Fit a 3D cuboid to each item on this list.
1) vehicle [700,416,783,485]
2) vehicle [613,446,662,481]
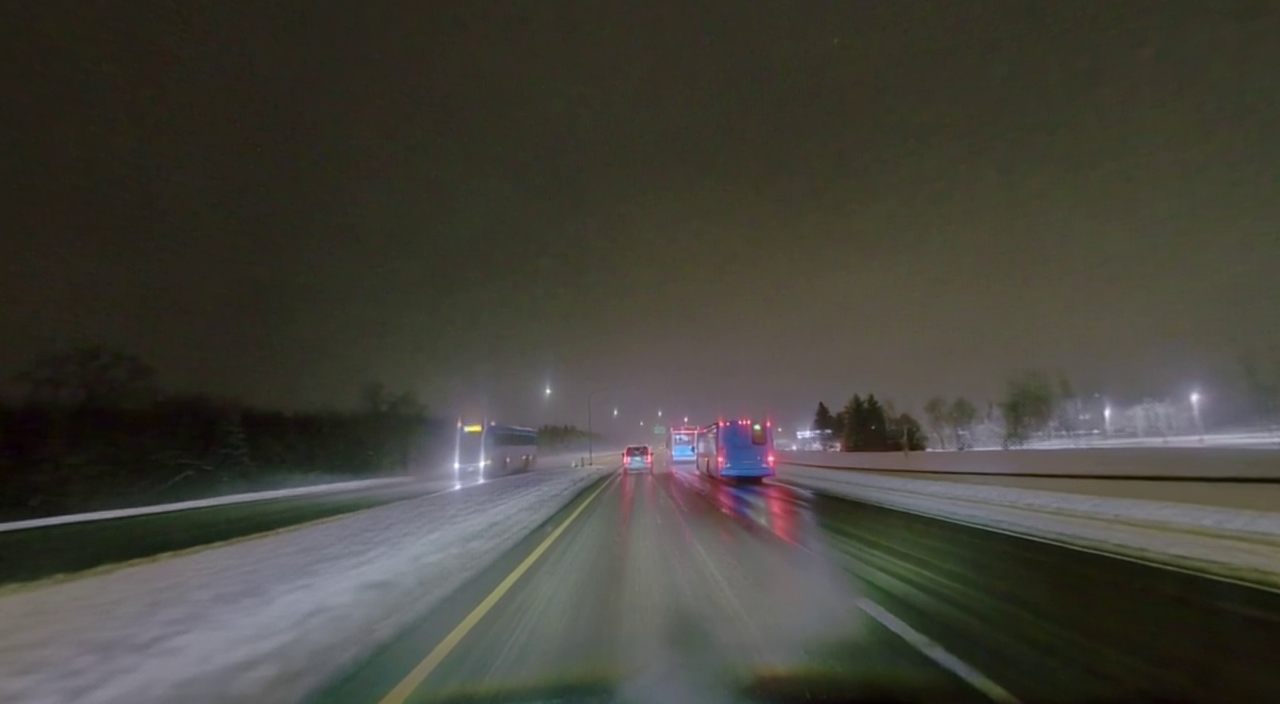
[{"bbox_3d":[4.072,4.148,26.582,2.440,2.555,5.957,0,-9,-1],"label":"vehicle"},{"bbox_3d":[-0.130,4.890,27.862,2.004,1.449,3.817,0,-9,-1],"label":"vehicle"}]
